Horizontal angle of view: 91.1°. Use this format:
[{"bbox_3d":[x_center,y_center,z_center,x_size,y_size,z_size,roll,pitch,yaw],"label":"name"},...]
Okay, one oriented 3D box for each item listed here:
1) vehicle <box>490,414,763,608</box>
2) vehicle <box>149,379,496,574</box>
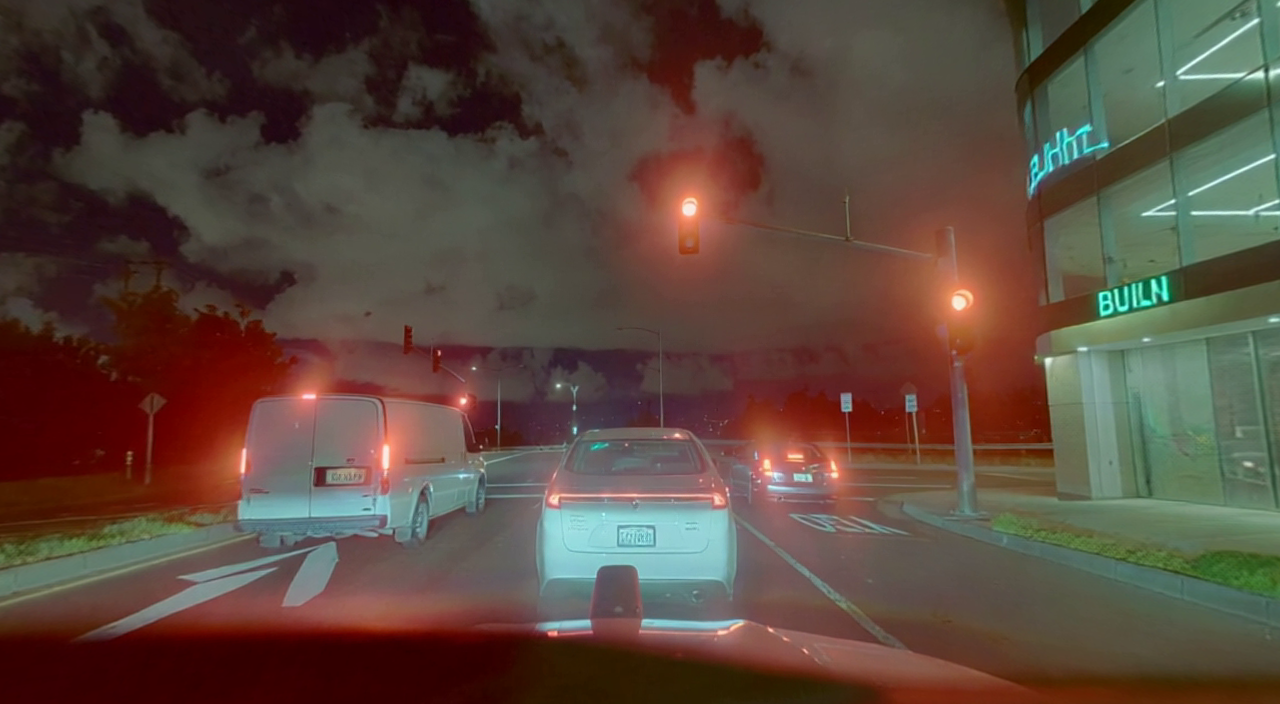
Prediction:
[{"bbox_3d":[-0.109,1.467,6.791,2.064,1.452,3.942,0,-8,0],"label":"vehicle"},{"bbox_3d":[-3.573,1.506,8.520,2.076,1.820,5.100,0,-8,-1],"label":"vehicle"}]
